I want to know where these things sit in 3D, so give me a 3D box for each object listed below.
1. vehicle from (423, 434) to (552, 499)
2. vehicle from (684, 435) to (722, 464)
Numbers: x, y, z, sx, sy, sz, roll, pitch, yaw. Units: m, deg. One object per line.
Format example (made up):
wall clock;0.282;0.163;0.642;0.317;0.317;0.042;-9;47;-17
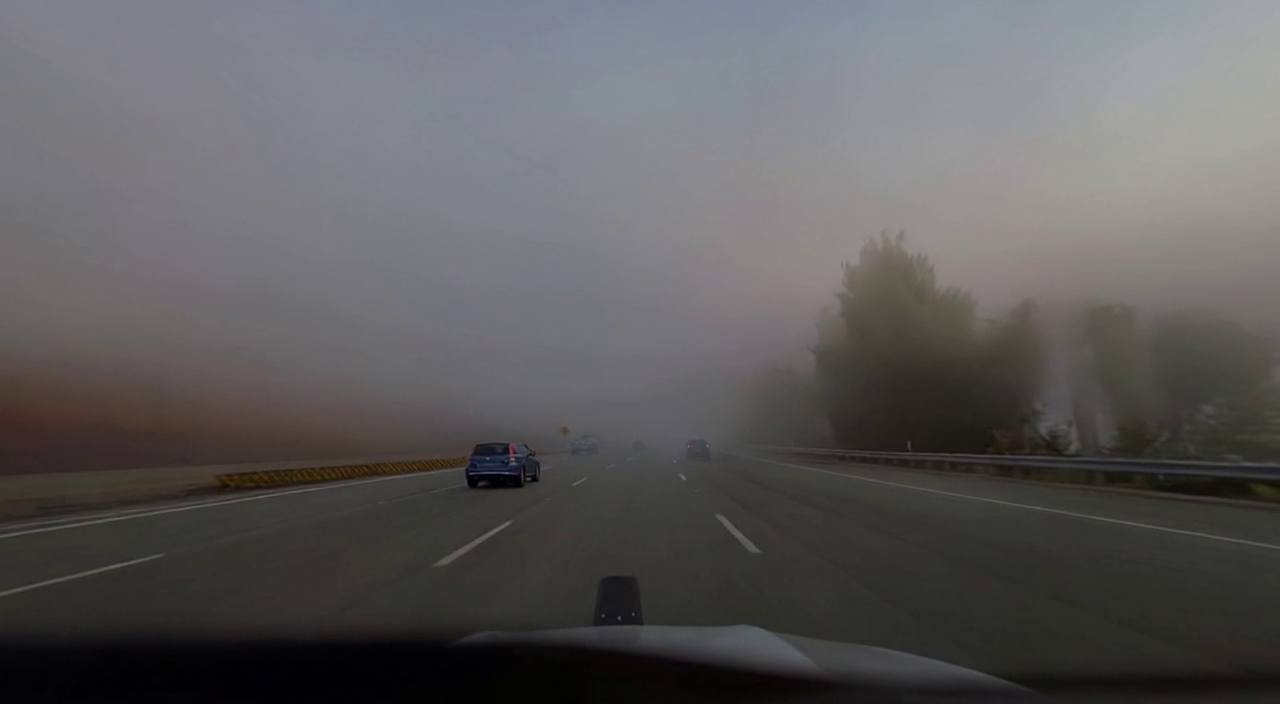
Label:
vehicle;-3.819;2.969;16.772;2.192;1.482;4.454;0;-9;1
vehicle;4.078;6.433;41.623;2.211;1.814;4.404;0;-9;2
